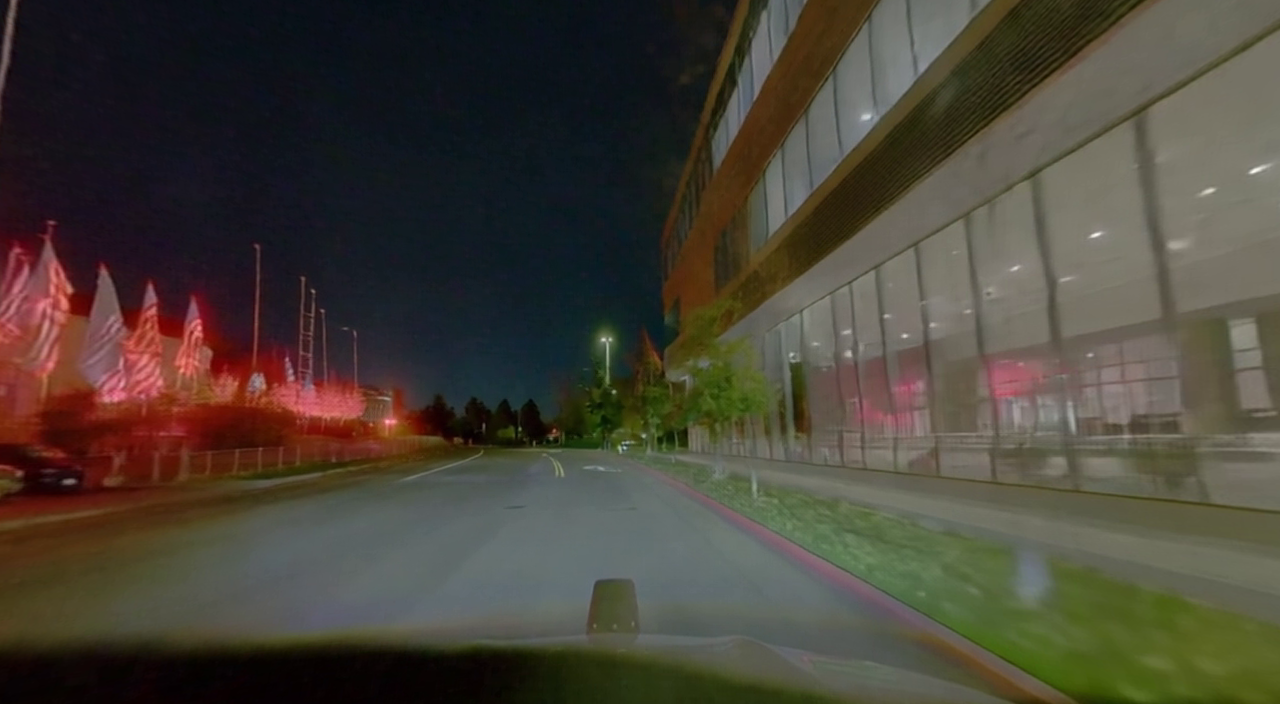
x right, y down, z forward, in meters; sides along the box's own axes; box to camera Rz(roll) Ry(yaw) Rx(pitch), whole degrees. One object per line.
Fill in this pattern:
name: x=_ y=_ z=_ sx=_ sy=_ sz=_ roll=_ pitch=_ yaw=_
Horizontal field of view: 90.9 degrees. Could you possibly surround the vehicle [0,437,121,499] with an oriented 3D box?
vehicle: x=-16.526 y=3.214 z=17.854 sx=1.778 sy=1.584 sz=2.802 roll=2 pitch=-8 yaw=-18
